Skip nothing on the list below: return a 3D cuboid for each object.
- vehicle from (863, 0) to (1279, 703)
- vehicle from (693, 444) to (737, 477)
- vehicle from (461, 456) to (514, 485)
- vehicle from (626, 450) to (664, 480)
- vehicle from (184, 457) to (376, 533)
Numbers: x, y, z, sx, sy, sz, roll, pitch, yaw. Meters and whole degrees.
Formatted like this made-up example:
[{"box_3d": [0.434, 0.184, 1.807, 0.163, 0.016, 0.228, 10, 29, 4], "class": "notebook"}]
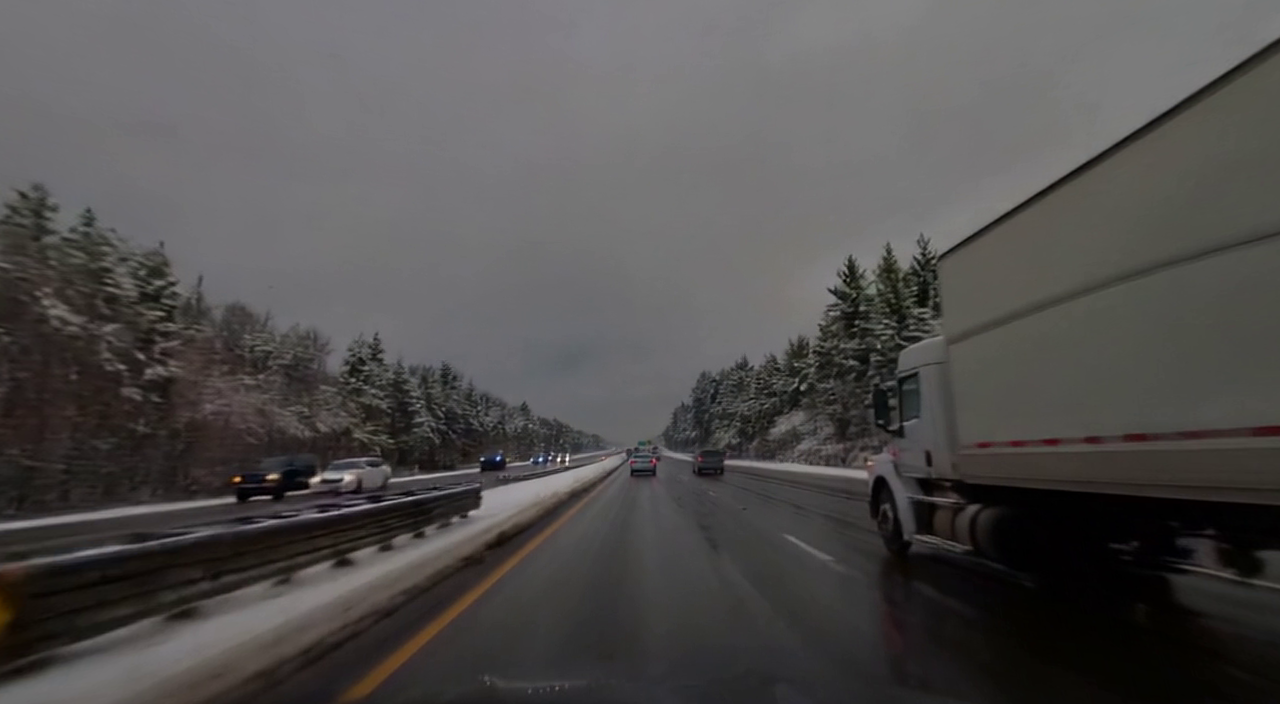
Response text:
[{"box_3d": [4.507, -0.055, 2.515, 2.885, 3.679, 12.102, 0, -9, 1], "class": "vehicle"}, {"box_3d": [4.512, 6.595, 38.463, 2.020, 1.849, 4.051, 0, -9, -2], "class": "vehicle"}, {"box_3d": [-8.230, 6.415, 34.271, 1.873, 1.435, 3.915, 0, -9, 0], "class": "vehicle"}, {"box_3d": [0.262, 6.082, 34.018, 1.939, 1.495, 3.612, 0, -9, 0], "class": "vehicle"}, {"box_3d": [-8.291, 3.287, 15.139, 1.935, 1.477, 4.537, 0, -9, 0], "class": "vehicle"}]
